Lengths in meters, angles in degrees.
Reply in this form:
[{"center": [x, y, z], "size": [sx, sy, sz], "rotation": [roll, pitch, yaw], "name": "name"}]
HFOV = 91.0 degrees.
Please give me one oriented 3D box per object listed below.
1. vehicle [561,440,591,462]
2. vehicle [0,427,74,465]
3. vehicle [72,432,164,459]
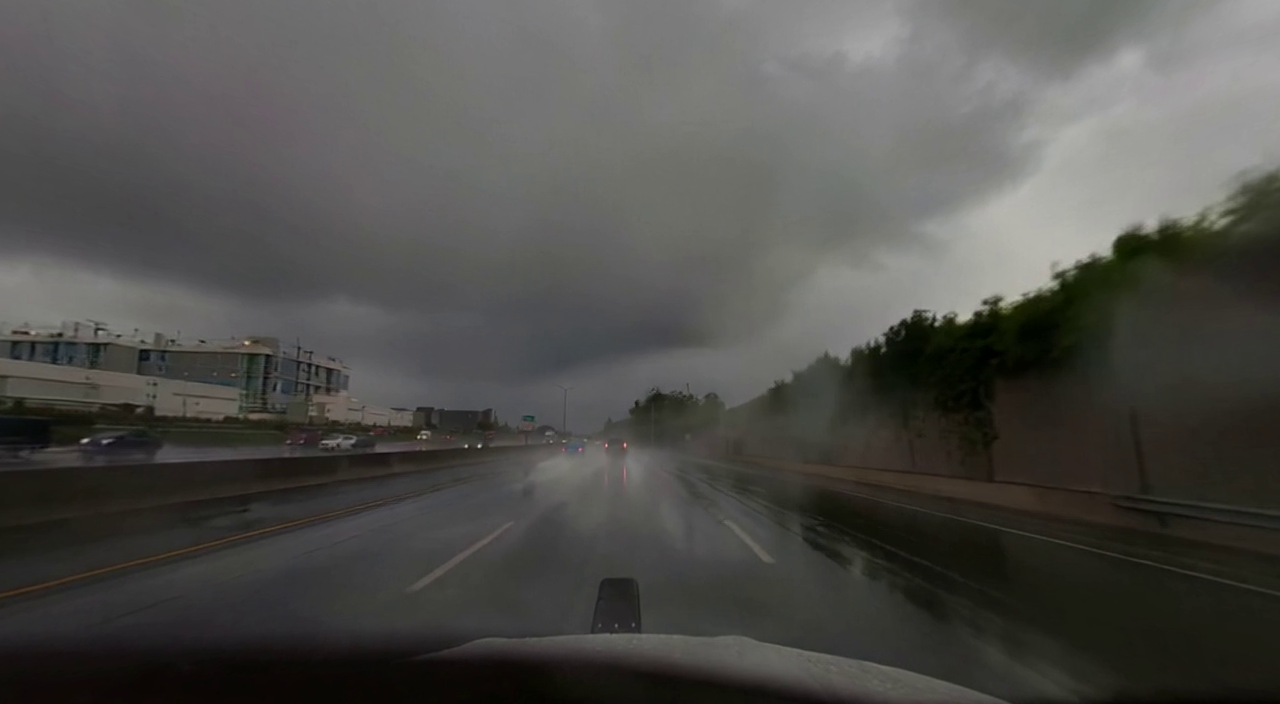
[{"center": [-4.806, 7.462, 47.813], "size": [2.045, 1.547, 4.162], "rotation": [0, -8, -2], "name": "vehicle"}, {"center": [-30.026, 4.432, 29.694], "size": [4.484, 1.727, 1.980], "rotation": [0, -8, -5], "name": "vehicle"}, {"center": [-30.346, 5.435, 36.670], "size": [3.552, 1.415, 1.847], "rotation": [3, -7, -6], "name": "vehicle"}]
